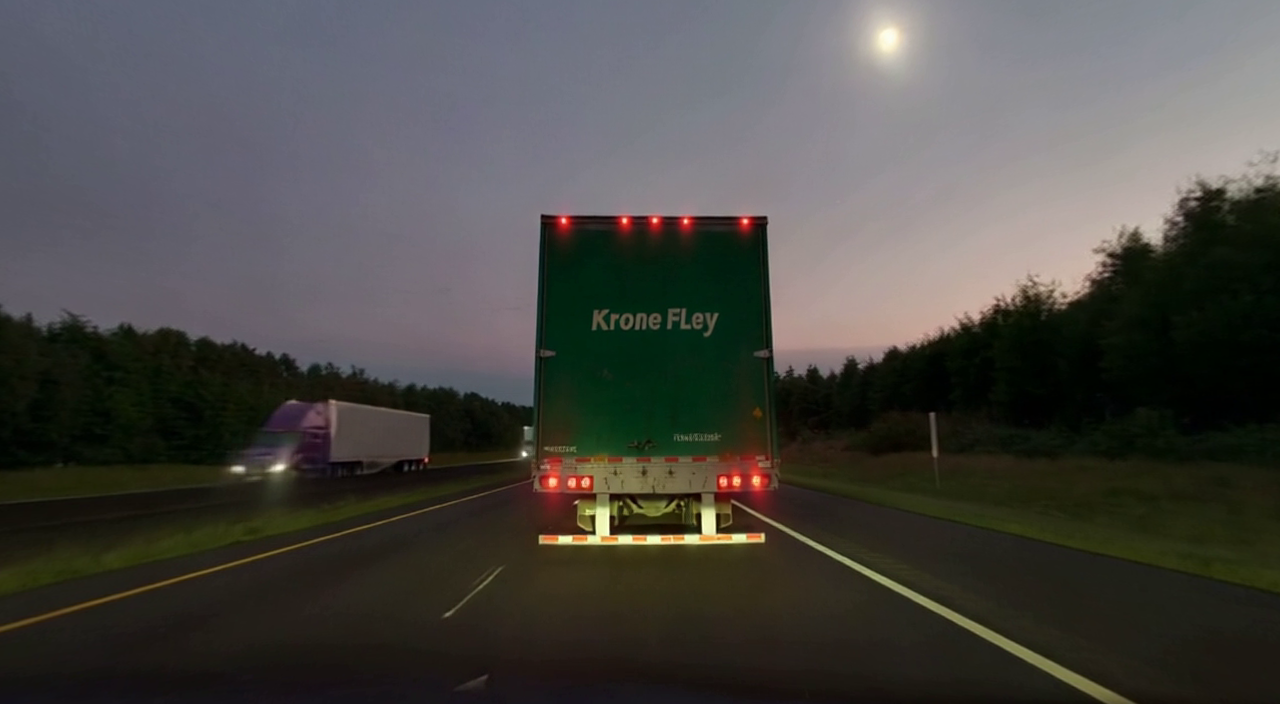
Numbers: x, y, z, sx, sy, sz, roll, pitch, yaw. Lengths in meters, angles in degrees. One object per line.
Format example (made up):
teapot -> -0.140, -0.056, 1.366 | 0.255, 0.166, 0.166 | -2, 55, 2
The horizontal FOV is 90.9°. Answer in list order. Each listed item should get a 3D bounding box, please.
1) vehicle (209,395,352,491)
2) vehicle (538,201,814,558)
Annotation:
vehicle -> -16.258, 4.226, 29.106 | 2.992, 3.946, 5.787 | 0, -9, 0
vehicle -> 0.464, 1.362, 14.817 | 3.230, 4.377, 14.405 | 0, -9, 0
